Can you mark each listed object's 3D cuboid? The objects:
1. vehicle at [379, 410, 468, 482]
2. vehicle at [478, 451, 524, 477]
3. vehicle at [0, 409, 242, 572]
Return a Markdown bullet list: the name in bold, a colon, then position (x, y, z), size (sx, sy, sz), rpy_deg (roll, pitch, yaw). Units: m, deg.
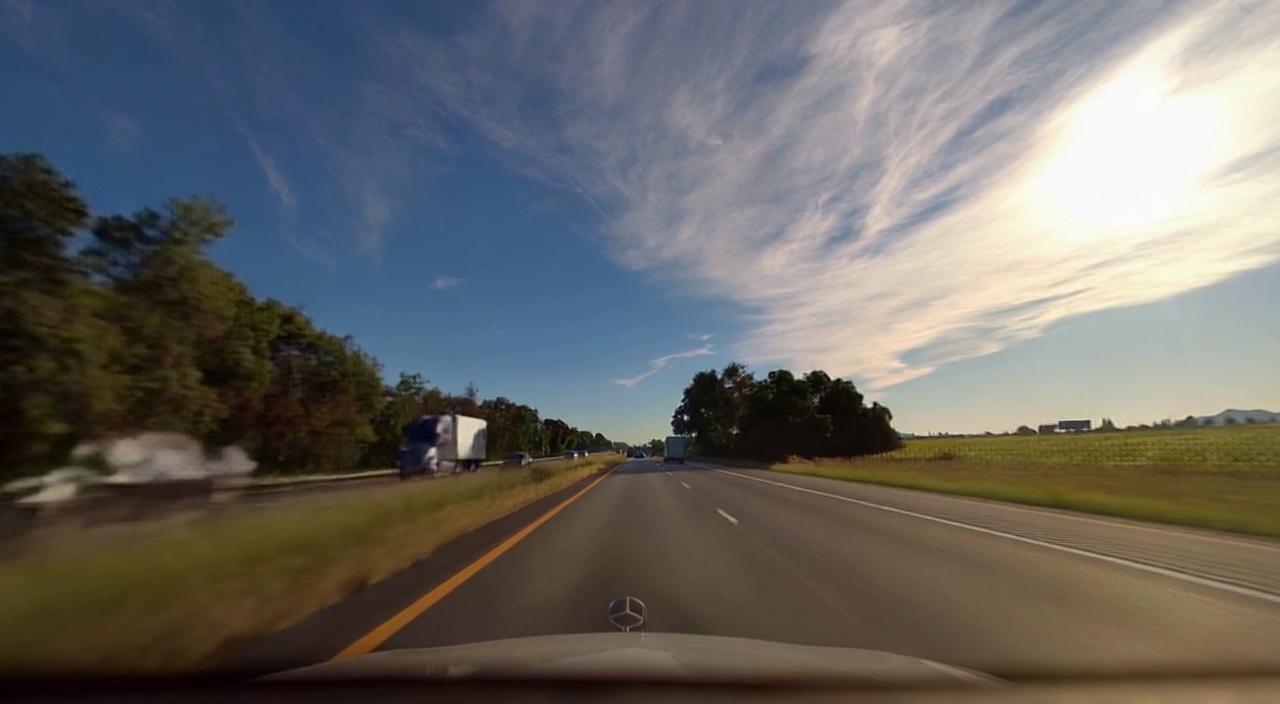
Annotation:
- **vehicle**: position (-12.840, 5.677, 38.032), size (3.047, 3.925, 6.286), rpy_deg (0, -9, 0)
- **vehicle**: position (-8.627, 6.959, 39.393), size (1.963, 1.511, 3.901), rpy_deg (0, -9, 0)
- **vehicle**: position (-8.592, 1.917, 9.250), size (2.135, 1.906, 5.000), rpy_deg (0, -9, 1)
